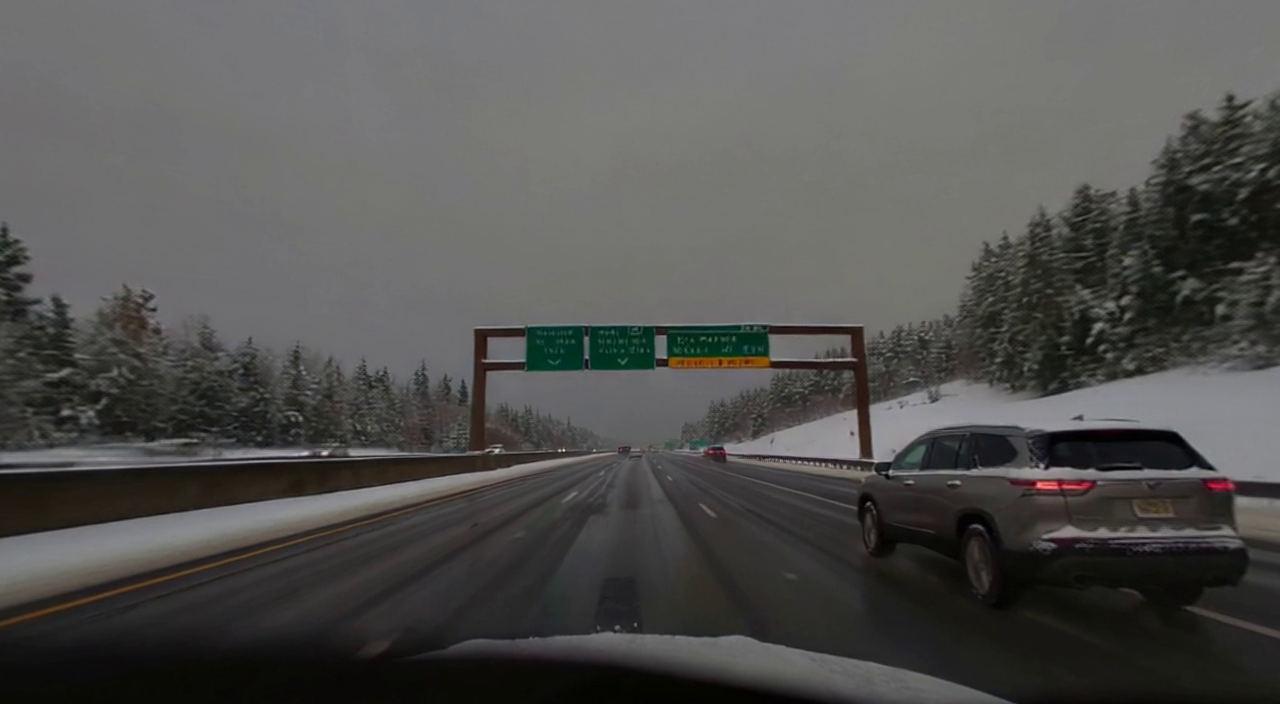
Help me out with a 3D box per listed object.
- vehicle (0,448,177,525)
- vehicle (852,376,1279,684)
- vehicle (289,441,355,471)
[{"bbox_3d":[-10.784,2.423,11.753,1.557,1.199,3.465,0,-9,0],"label":"vehicle"},{"bbox_3d":[3.604,1.318,5.702,1.784,1.733,4.141,0,-9,-1],"label":"vehicle"},{"bbox_3d":[-21.959,7.213,43.557,2.017,1.959,4.838,0,-9,0],"label":"vehicle"}]
